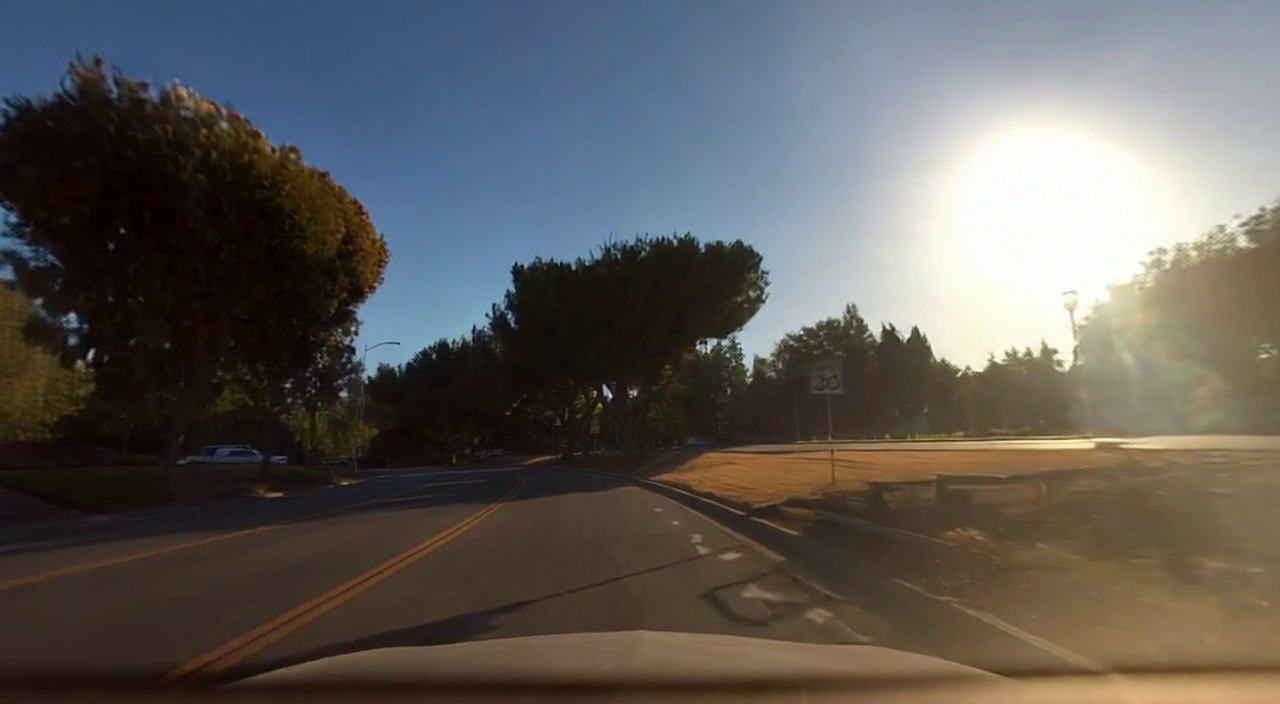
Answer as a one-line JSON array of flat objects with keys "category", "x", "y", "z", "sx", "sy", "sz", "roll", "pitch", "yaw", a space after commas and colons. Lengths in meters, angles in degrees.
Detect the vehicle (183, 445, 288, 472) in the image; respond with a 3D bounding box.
[{"category": "vehicle", "x": -28.145, "y": 7.473, "z": 44.236, "sx": 5.613, "sy": 1.775, "sz": 2.357, "roll": 3, "pitch": -9, "yaw": -14}]
